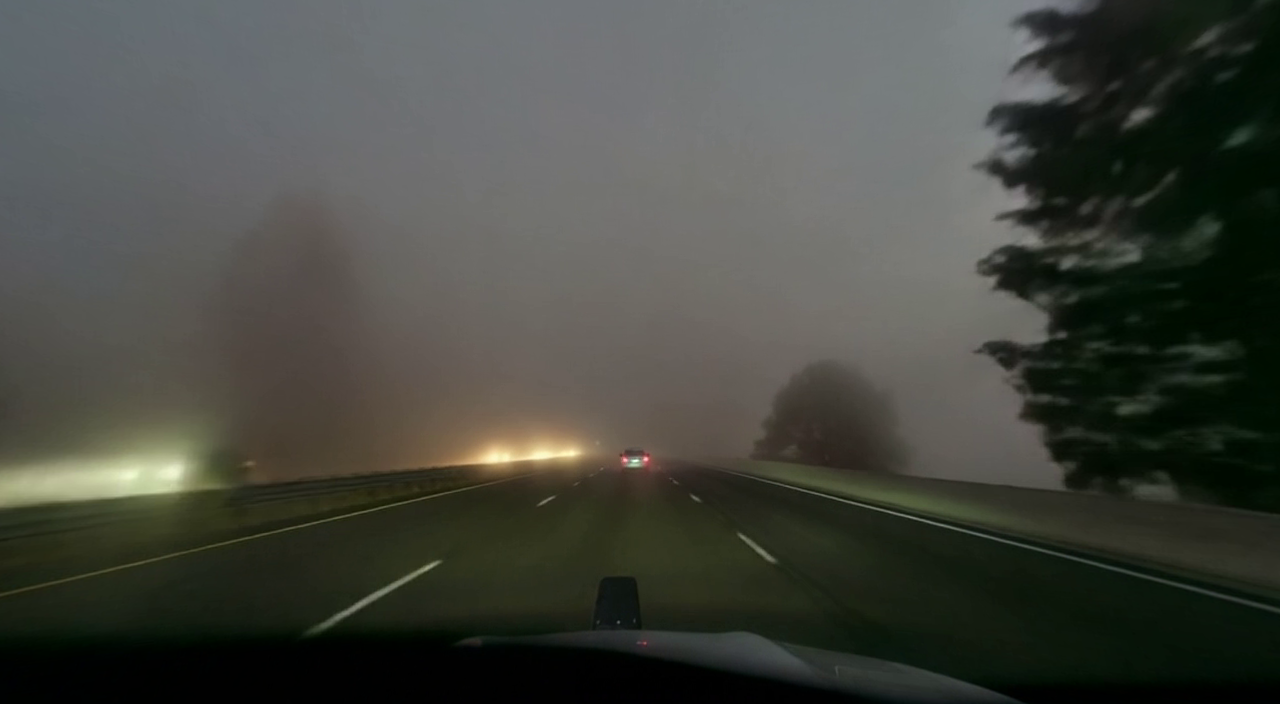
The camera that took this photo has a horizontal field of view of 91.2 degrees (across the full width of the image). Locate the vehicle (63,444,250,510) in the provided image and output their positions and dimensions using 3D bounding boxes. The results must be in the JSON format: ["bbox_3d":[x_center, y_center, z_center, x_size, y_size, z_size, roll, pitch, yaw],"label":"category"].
[{"bbox_3d":[-14.005,3.609,18.597,1.970,1.692,4.464,0,-9,0],"label":"vehicle"}]

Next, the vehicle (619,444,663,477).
[{"bbox_3d":[0.036,5.511,32.045,2.095,1.537,4.017,0,-9,-1],"label":"vehicle"}]
